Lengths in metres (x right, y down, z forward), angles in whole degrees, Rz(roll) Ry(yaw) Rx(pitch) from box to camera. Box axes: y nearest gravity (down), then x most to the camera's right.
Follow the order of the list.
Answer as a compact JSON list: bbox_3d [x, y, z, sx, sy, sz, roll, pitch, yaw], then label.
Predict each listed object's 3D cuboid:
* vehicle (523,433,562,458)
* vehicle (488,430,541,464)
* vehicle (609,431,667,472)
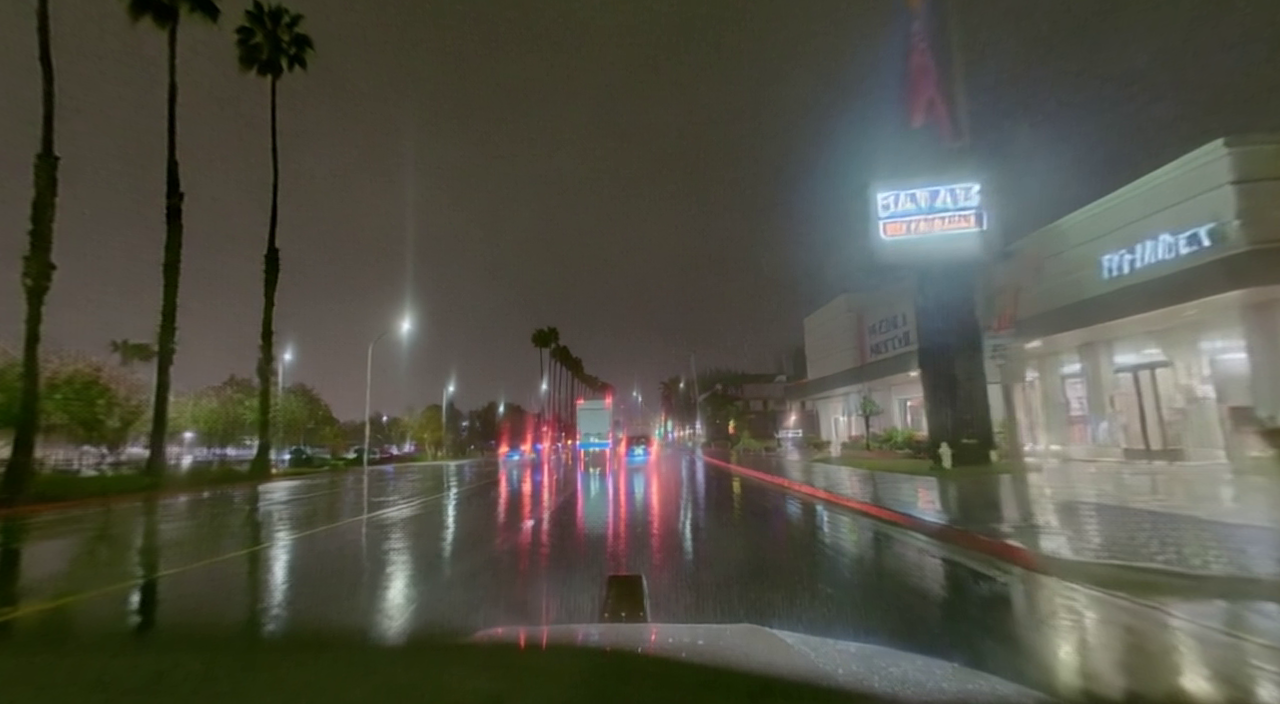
[{"bbox_3d":[-7.039,6.834,45.834,2.143,1.736,4.648,0,-9,0],"label":"vehicle"},{"bbox_3d":[-7.158,5.477,36.269,2.014,1.830,4.281,0,-9,2],"label":"vehicle"},{"bbox_3d":[-0.032,4.018,25.478,2.144,1.514,4.063,0,-9,1],"label":"vehicle"}]
